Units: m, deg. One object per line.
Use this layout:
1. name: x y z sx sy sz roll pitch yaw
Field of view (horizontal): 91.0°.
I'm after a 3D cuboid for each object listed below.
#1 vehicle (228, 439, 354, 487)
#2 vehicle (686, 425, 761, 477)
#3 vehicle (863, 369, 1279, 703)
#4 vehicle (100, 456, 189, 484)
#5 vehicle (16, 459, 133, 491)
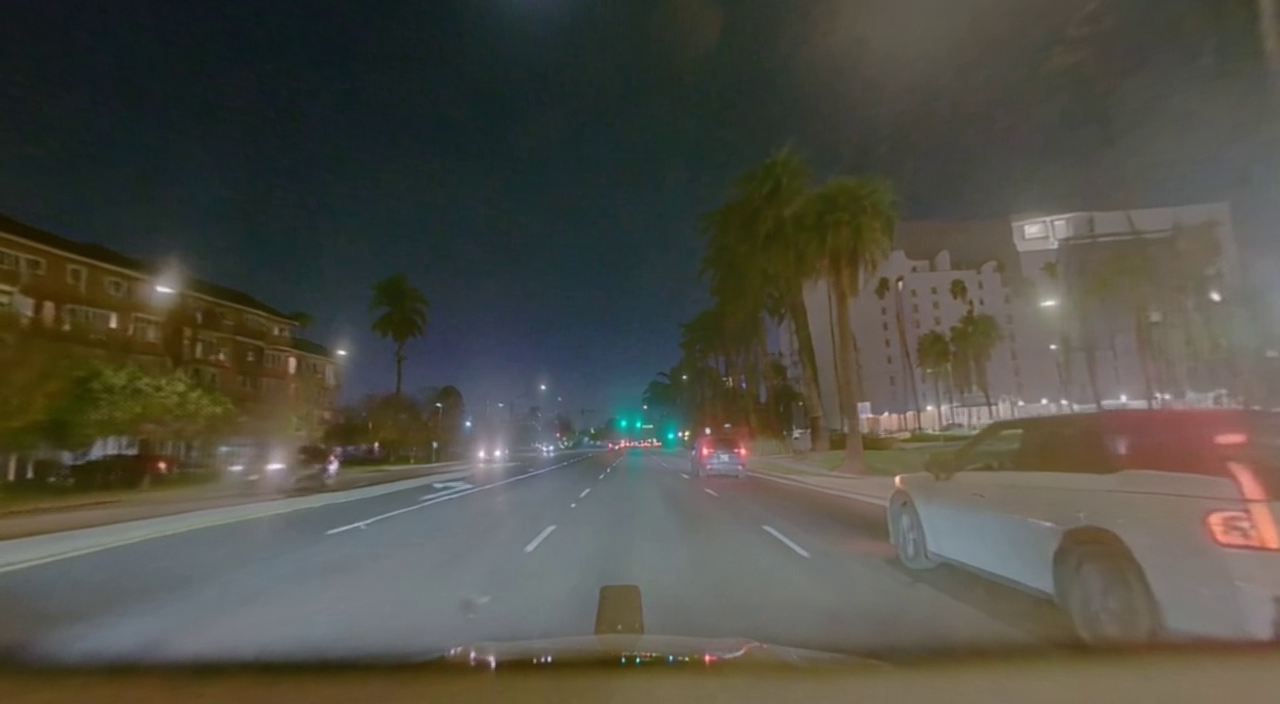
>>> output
1. vehicle: -15.401 4.911 28.295 2.315 1.911 5.751 0 -8 1
2. vehicle: 3.253 3.997 25.555 2.244 1.901 4.561 0 -8 -2
3. vehicle: 3.632 1.225 5.019 2.084 1.682 4.148 0 -8 -1
4. vehicle: -30.179 7.179 38.507 1.871 1.534 4.524 0 -8 -2
5. vehicle: -29.981 6.489 33.600 1.820 1.454 4.709 0 -8 0
